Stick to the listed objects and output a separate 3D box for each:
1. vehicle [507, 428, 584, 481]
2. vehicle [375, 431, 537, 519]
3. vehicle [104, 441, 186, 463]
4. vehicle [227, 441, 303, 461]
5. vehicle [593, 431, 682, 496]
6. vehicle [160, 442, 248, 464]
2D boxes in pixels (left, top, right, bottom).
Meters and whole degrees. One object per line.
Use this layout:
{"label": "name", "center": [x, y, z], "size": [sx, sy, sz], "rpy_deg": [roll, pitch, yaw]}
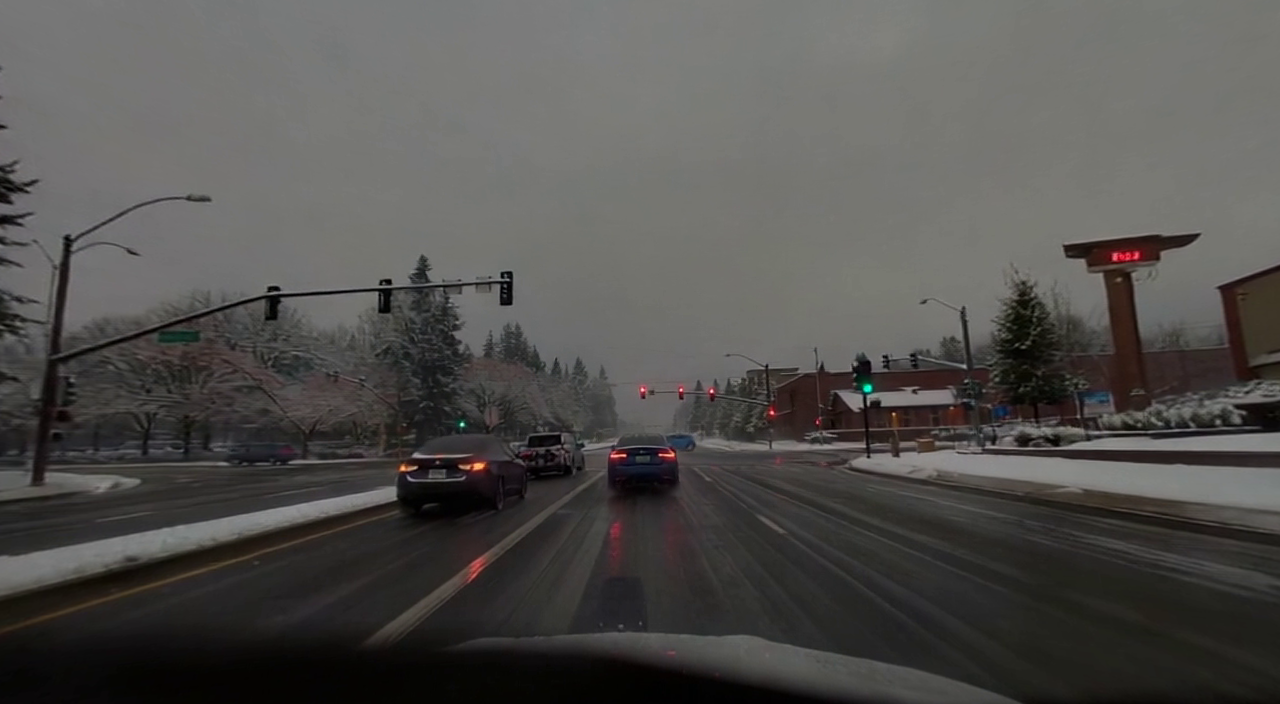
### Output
{"label": "vehicle", "center": [-3.322, 3.709, 23.032], "size": [2.029, 1.752, 4.420], "rpy_deg": [0, -8, 1]}
{"label": "vehicle", "center": [-3.551, 2.455, 13.200], "size": [1.942, 1.497, 4.561], "rpy_deg": [0, -8, 1]}
{"label": "vehicle", "center": [-36.909, 7.459, 47.059], "size": [4.513, 1.616, 1.899], "rpy_deg": [0, -8, 1]}
{"label": "vehicle", "center": [-27.926, 7.401, 47.040], "size": [4.423, 1.444, 1.836], "rpy_deg": [0, -8, 2]}
{"label": "vehicle", "center": [-0.074, 2.887, 16.654], "size": [2.066, 1.482, 3.923], "rpy_deg": [0, -8, 0]}
{"label": "vehicle", "center": [-29.936, 6.952, 43.397], "size": [4.708, 1.467, 1.819], "rpy_deg": [0, -8, 2]}
